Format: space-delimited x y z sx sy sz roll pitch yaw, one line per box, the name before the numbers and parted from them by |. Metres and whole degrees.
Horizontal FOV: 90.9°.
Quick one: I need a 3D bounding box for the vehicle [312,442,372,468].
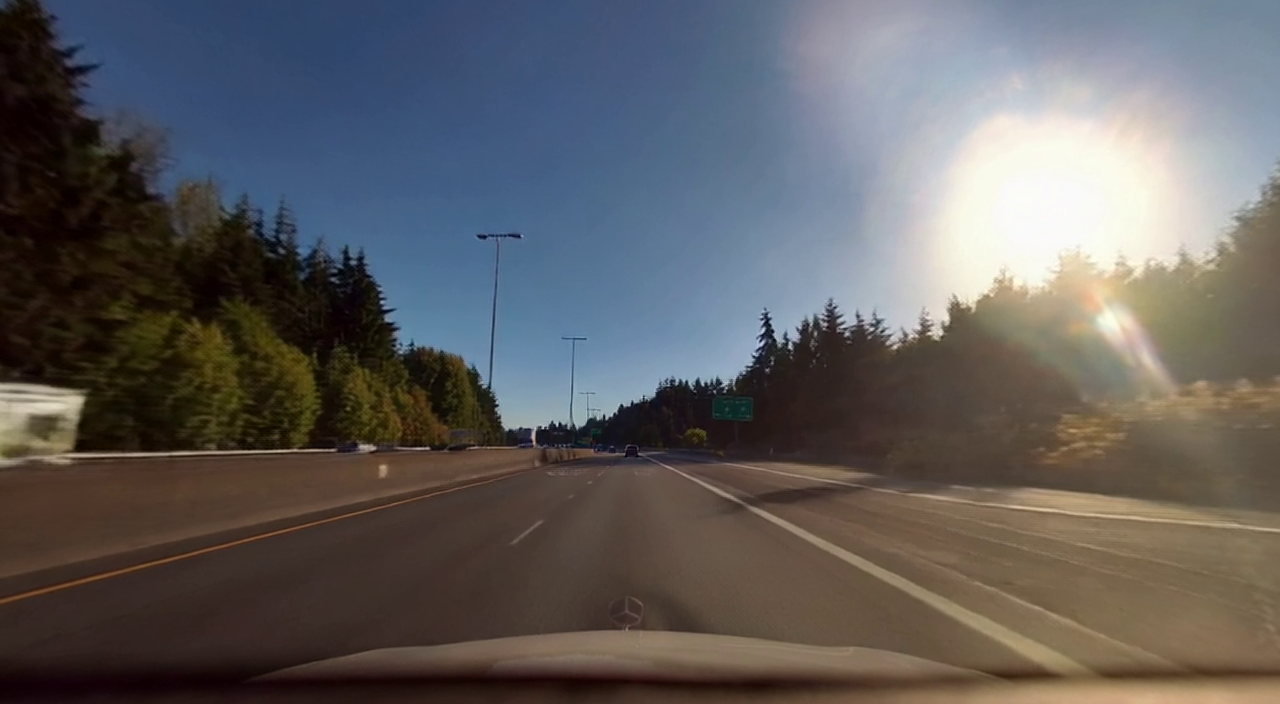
vehicle | -16.748 5.803 35.578 1.645 1.417 3.633 0 -9 0
